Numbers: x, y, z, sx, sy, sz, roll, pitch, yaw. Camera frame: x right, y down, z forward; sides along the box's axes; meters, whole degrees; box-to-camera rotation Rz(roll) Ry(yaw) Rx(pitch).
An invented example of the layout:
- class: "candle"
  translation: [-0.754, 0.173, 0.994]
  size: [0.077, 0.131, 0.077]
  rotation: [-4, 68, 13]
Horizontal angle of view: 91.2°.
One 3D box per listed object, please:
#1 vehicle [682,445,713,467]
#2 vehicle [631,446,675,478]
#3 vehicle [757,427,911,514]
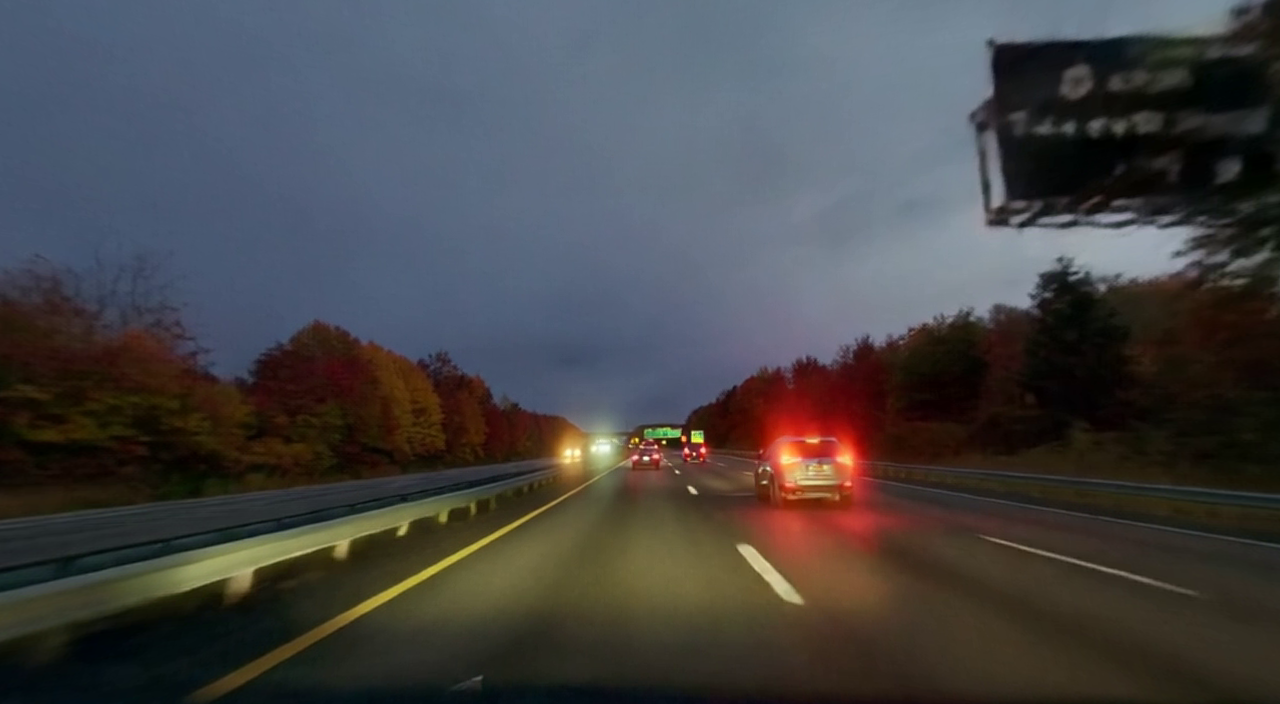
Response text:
- class: "vehicle"
  translation: [4.284, 7.815, 47.328]
  size: [1.959, 1.528, 4.207]
  rotation: [0, -9, 0]
- class: "vehicle"
  translation: [0.602, 5.339, 30.682]
  size: [2.037, 1.418, 3.793]
  rotation: [0, -9, 0]
- class: "vehicle"
  translation: [4.317, 2.721, 14.863]
  size: [2.250, 1.718, 4.358]
  rotation: [0, -9, 0]
